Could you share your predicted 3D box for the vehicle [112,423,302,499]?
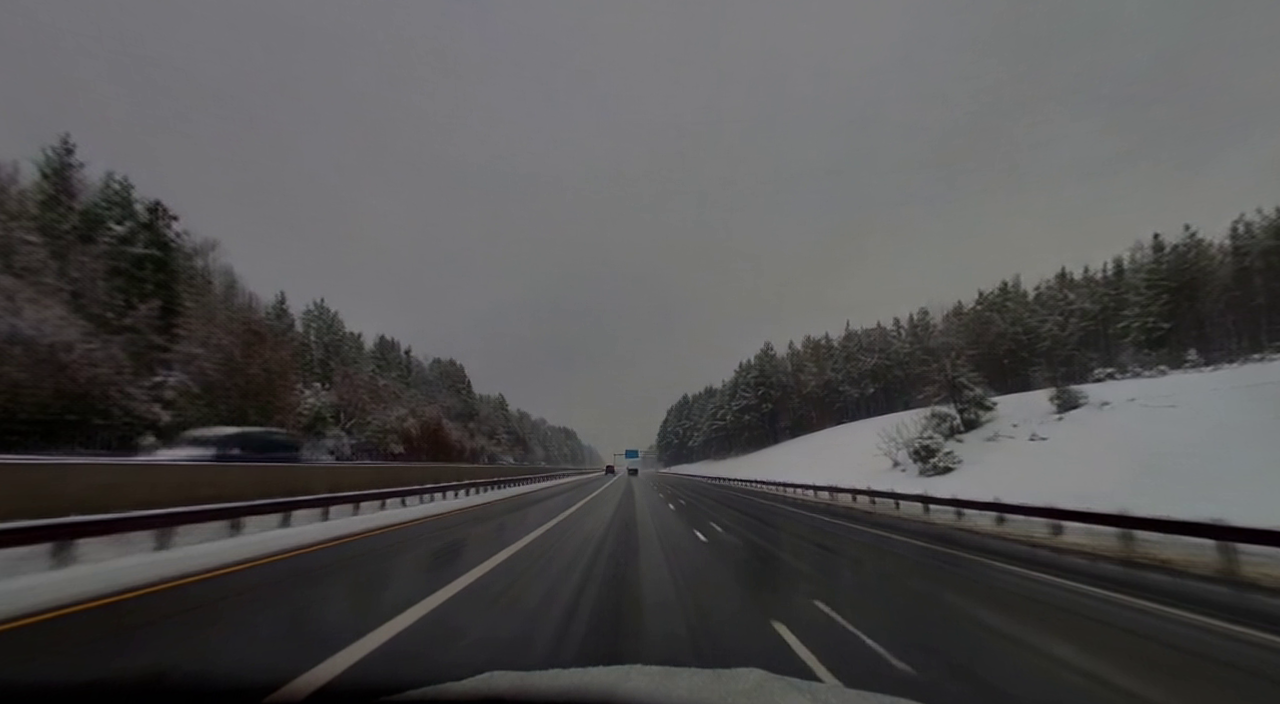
[{"bbox_3d":[-12.478,3.256,18.712,2.148,1.890,4.919,1,-10,-1],"label":"vehicle"}]
